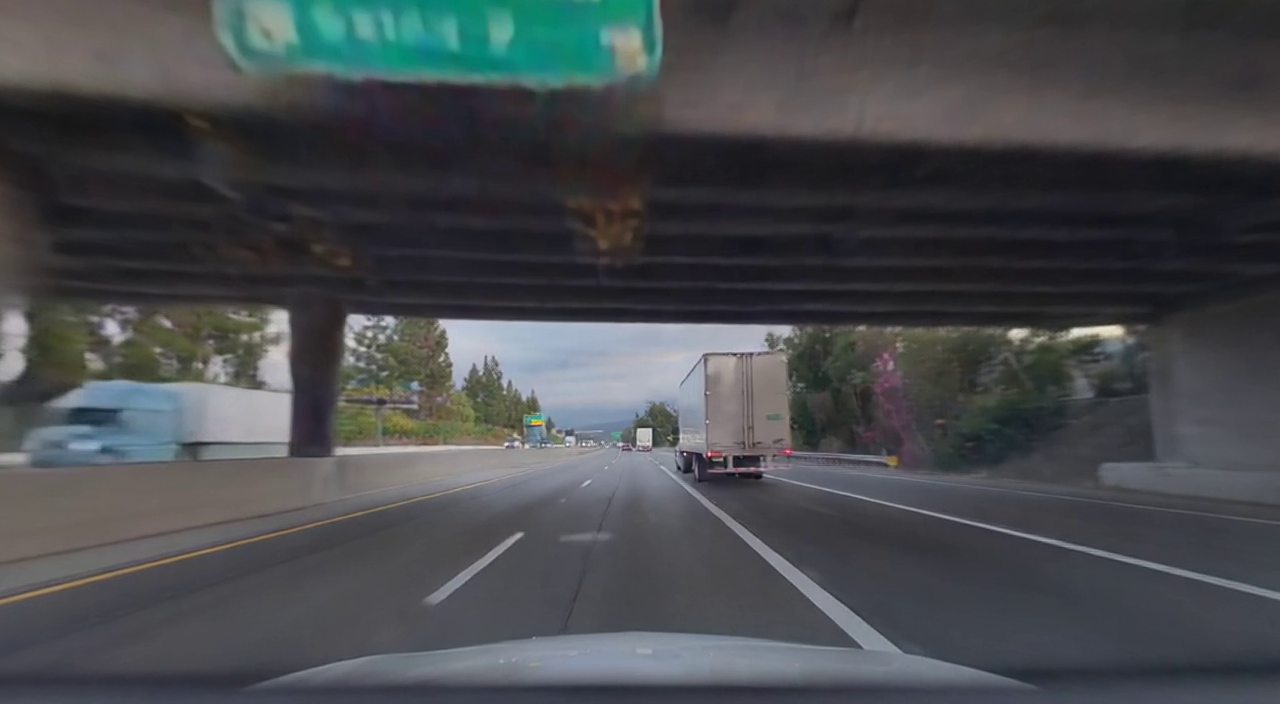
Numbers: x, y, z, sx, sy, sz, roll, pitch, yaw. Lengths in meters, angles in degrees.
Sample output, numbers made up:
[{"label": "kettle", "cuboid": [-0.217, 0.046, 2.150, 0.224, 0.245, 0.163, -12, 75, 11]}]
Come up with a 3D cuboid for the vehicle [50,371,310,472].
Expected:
[{"label": "vehicle", "cuboid": [-20.184, 3.455, 29.404, 2.941, 3.718, 12.197, 0, -9, 0]}]

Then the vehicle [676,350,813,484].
[{"label": "vehicle", "cuboid": [3.691, 3.091, 27.036, 3.323, 4.262, 14.056, 0, -9, -1]}]
